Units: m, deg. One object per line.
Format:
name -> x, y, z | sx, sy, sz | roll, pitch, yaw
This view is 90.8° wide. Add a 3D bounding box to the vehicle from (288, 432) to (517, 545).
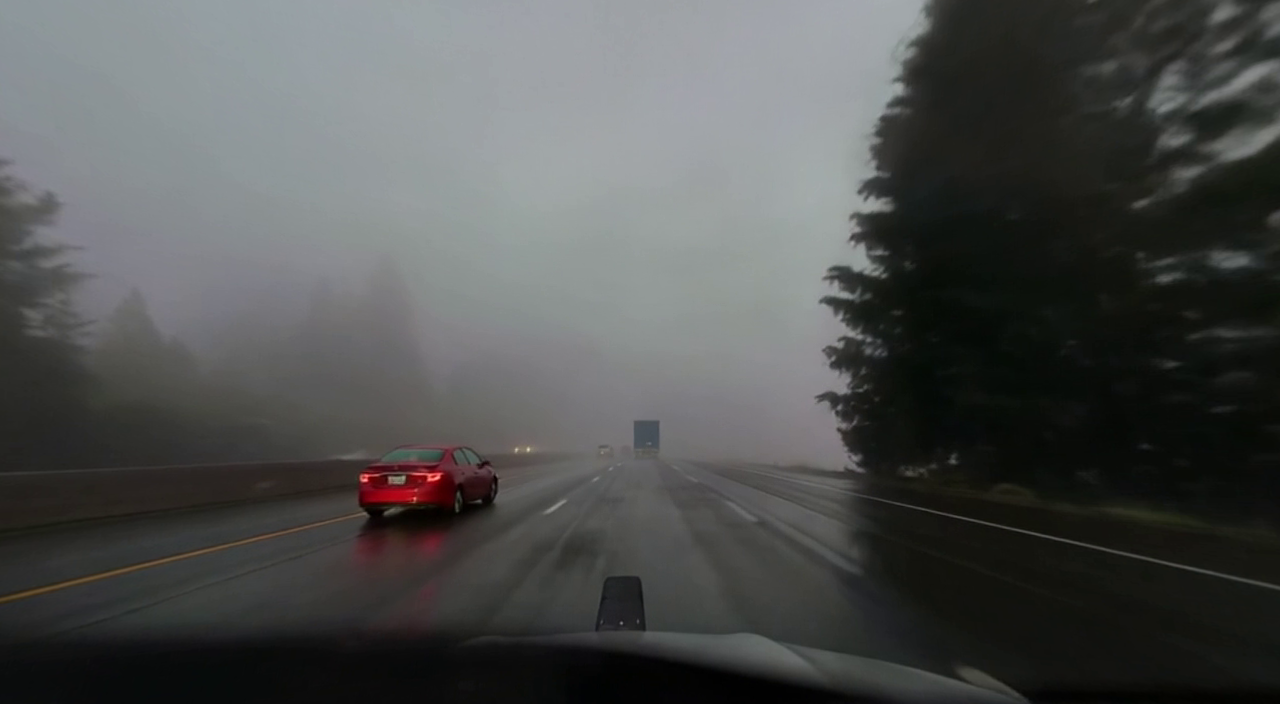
vehicle -> -3.768, 2.273, 11.219 | 1.999, 1.533, 4.870 | -1, -9, 3
